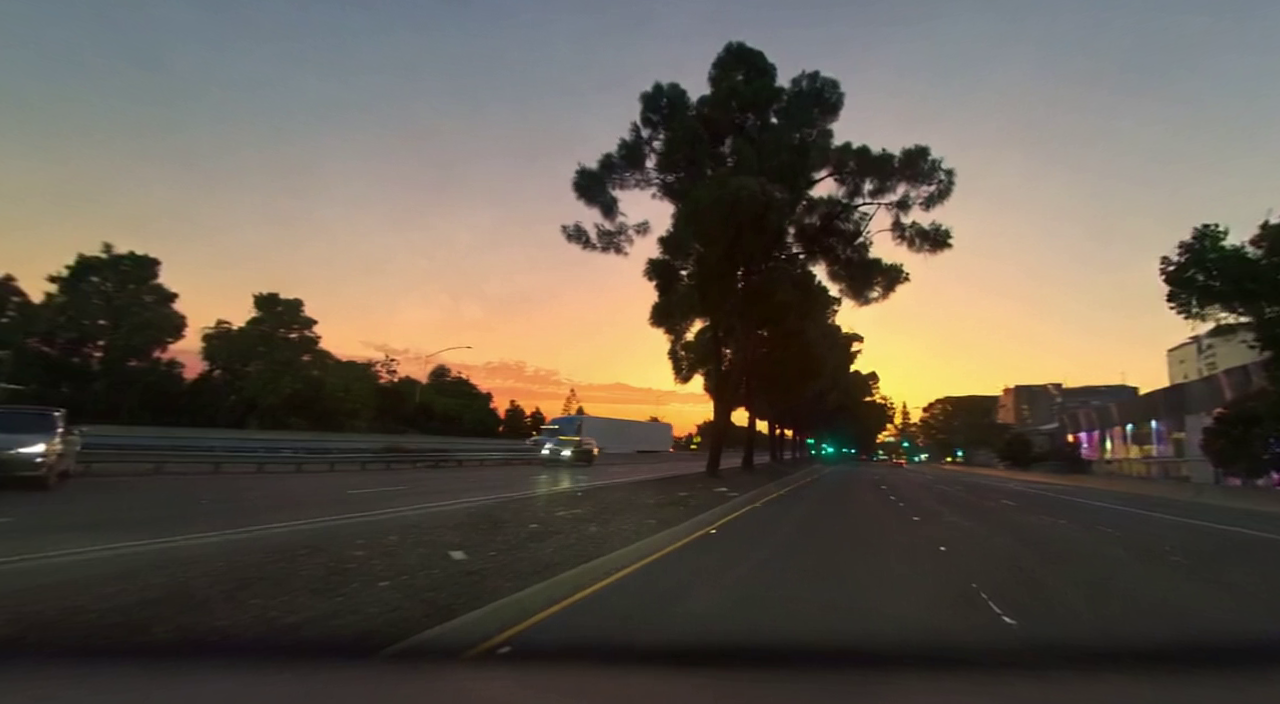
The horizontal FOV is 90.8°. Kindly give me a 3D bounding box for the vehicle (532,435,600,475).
[{"bbox_3d":[-3.517,5.004,30.853,1.932,1.781,3.906,-3,-9,16],"label":"vehicle"}]
